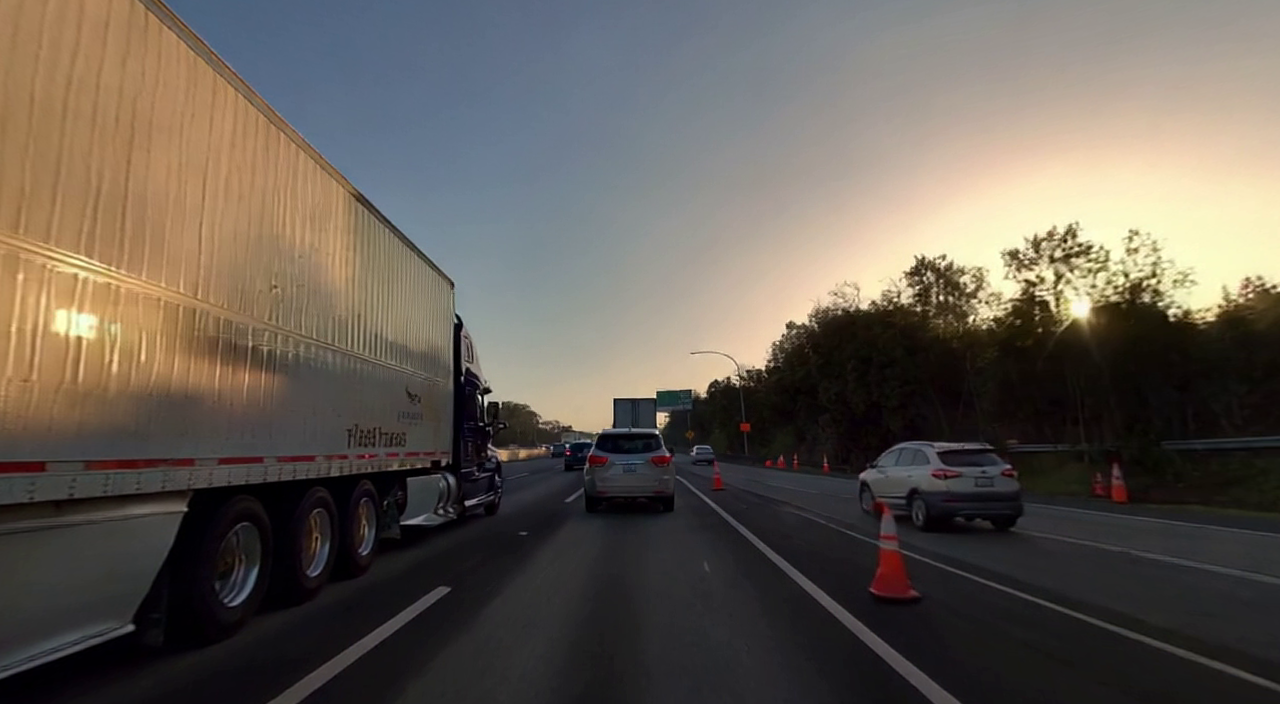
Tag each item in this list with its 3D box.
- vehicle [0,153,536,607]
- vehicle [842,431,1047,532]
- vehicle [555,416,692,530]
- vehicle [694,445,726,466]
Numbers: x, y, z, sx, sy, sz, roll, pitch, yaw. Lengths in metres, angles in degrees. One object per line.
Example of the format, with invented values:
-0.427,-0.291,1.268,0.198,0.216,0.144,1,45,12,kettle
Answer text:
-3.754,0.750,9.463,2.990,3.885,8.243,0,-9,0,vehicle
5.502,2.363,12.061,1.937,1.601,3.798,0,-9,-1,vehicle
-0.288,2.205,11.955,2.152,1.779,3.924,0,-9,-1,vehicle
5.361,8.000,48.957,1.918,1.479,4.571,0,-9,0,vehicle
